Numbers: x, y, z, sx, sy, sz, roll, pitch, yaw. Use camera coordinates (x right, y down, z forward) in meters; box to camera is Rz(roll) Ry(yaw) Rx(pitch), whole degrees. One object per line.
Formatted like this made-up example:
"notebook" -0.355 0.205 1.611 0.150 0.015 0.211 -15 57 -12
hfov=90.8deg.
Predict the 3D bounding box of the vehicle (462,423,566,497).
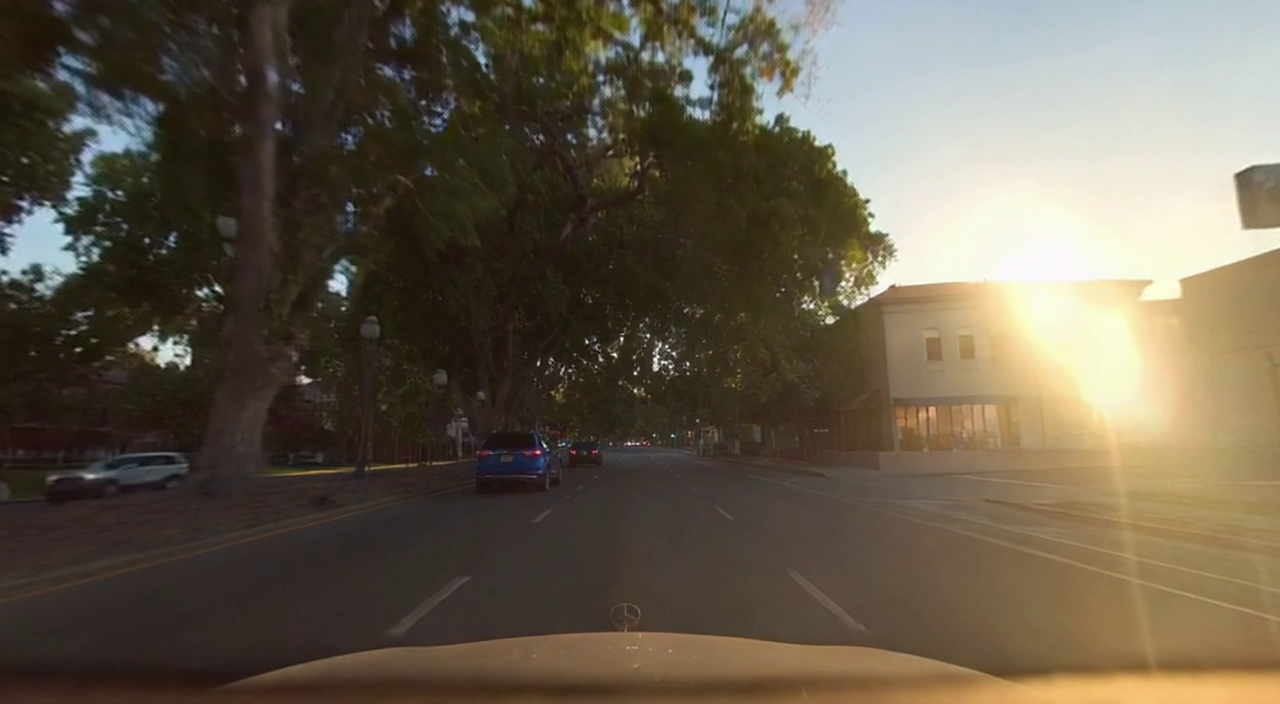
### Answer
"vehicle" -3.359 2.982 17.813 2.042 1.817 4.364 0 -8 0

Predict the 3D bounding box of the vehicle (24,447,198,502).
"vehicle" -16.493 3.799 20.059 1.832 1.499 4.241 0 -8 0

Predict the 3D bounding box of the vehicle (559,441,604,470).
"vehicle" -3.128 5.649 34.763 2.069 1.470 4.601 0 -8 0
